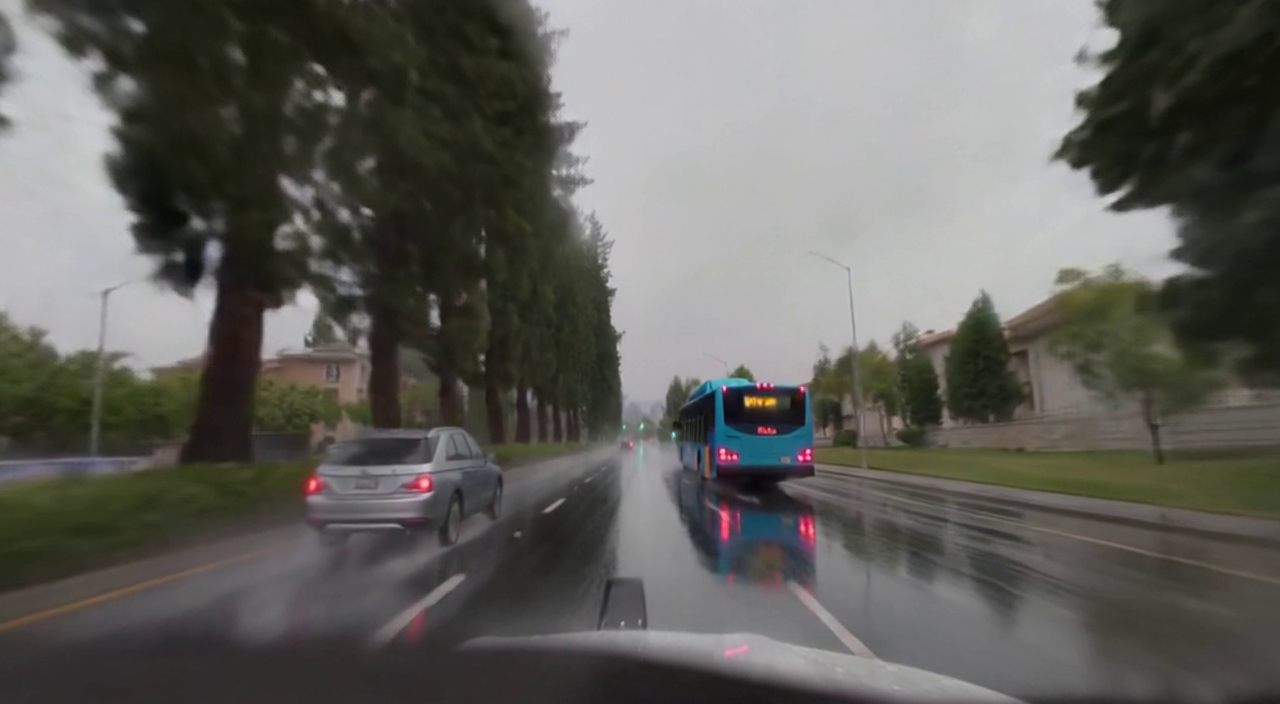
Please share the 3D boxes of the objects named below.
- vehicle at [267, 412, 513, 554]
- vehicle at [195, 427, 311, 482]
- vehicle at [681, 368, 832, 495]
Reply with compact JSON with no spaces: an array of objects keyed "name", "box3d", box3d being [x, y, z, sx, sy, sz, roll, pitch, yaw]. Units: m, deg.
[{"name":"vehicle","box3d":[-3.632,1.969,10.214,2.111,1.767,4.333,0,-8,1]},{"name":"vehicle","box3d":[-22.199,5.876,36.461,2.593,2.836,6.122,0,-8,1]},{"name":"vehicle","box3d":[3.449,2.958,22.764,3.072,3.278,12.747,1,-8,0]}]
